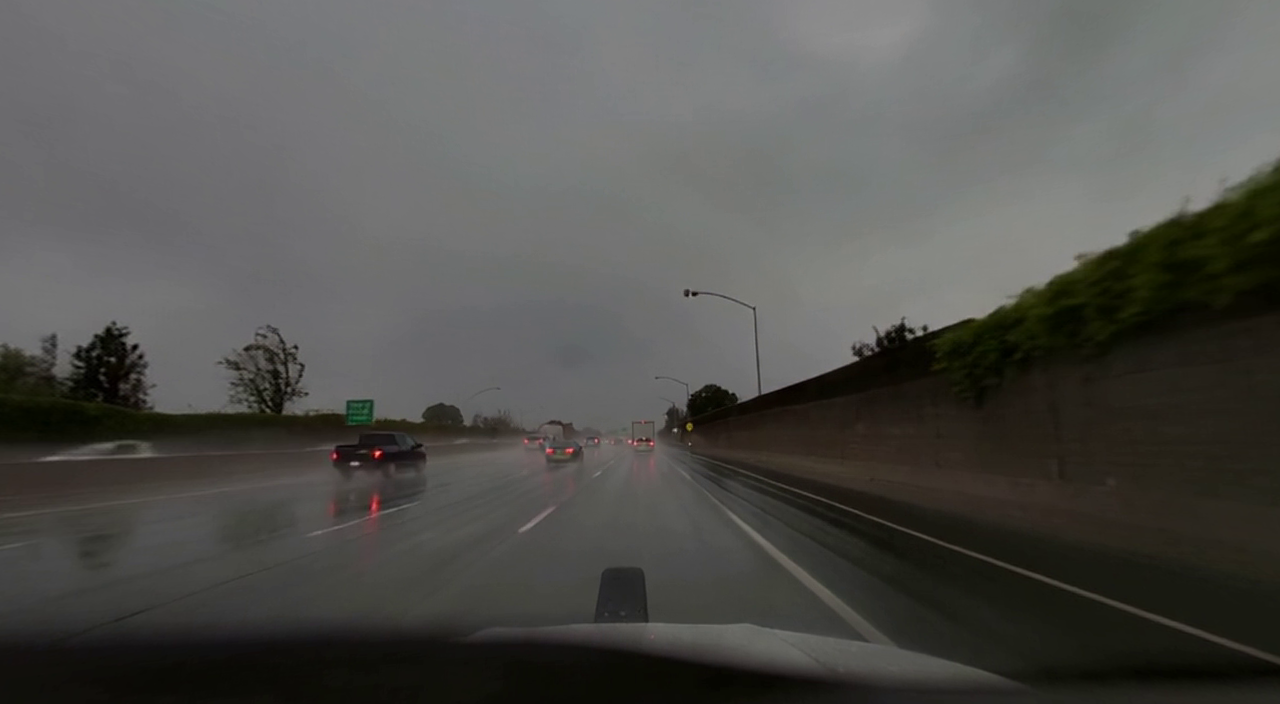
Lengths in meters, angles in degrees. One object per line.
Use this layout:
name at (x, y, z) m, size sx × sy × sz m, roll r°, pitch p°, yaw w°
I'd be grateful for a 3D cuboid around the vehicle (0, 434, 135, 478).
vehicle at (-19.089, 3.466, 21.206) m, size 1.425 × 1.349 × 3.238 m, roll -1°, pitch -8°, yaw 1°

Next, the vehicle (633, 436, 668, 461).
vehicle at (0.584, 6.088, 39.920) m, size 2.073 × 1.480 × 4.343 m, roll 0°, pitch -8°, yaw 0°

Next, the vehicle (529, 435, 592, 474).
vehicle at (-3.222, 4.261, 26.396) m, size 2.056 × 1.480 × 4.022 m, roll -1°, pitch -8°, yaw 1°

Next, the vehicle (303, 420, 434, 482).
vehicle at (-9.967, 3.713, 23.866) m, size 2.339 × 2.018 × 5.790 m, roll -1°, pitch -8°, yaw 1°
